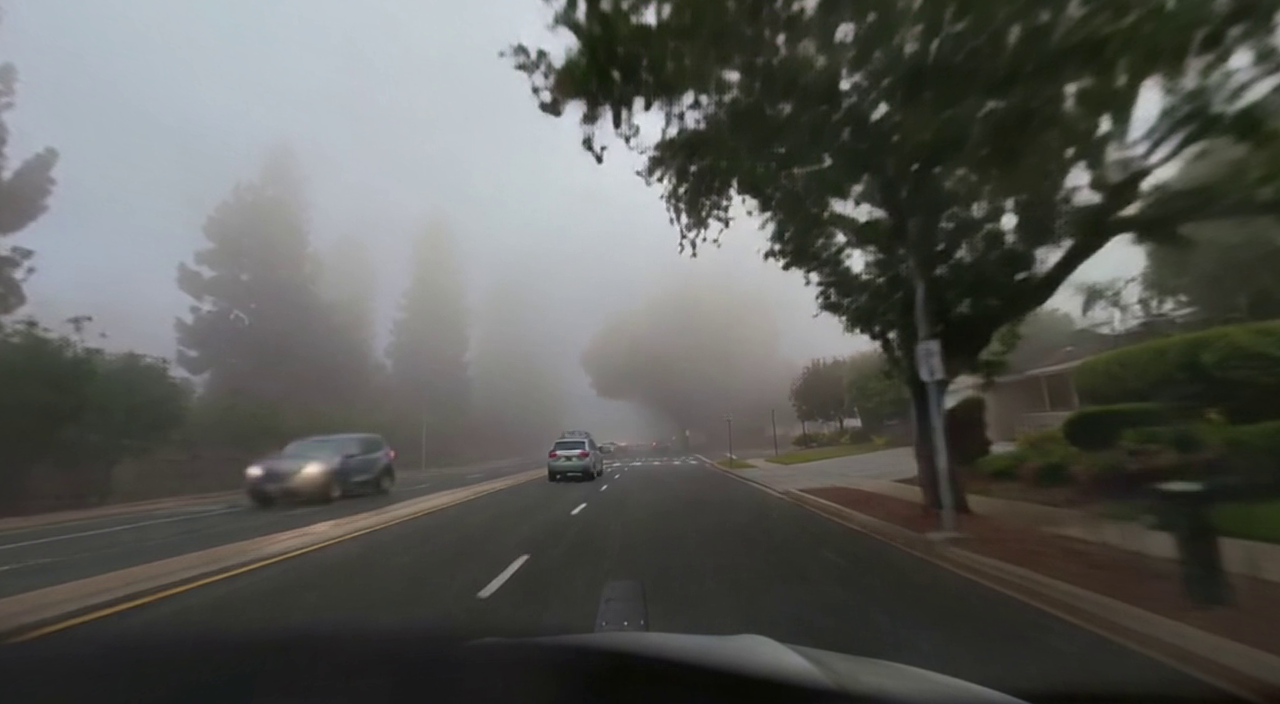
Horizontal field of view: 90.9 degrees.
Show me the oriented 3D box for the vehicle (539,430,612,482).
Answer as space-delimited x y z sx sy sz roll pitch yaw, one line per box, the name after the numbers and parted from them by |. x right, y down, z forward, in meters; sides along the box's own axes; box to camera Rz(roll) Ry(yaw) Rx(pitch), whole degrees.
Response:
-2.317 3.928 24.054 2.190 1.766 4.394 0 -8 2 | vehicle

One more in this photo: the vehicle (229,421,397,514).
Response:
-8.497 3.011 16.959 2.159 1.983 4.530 -4 -8 -1 | vehicle
